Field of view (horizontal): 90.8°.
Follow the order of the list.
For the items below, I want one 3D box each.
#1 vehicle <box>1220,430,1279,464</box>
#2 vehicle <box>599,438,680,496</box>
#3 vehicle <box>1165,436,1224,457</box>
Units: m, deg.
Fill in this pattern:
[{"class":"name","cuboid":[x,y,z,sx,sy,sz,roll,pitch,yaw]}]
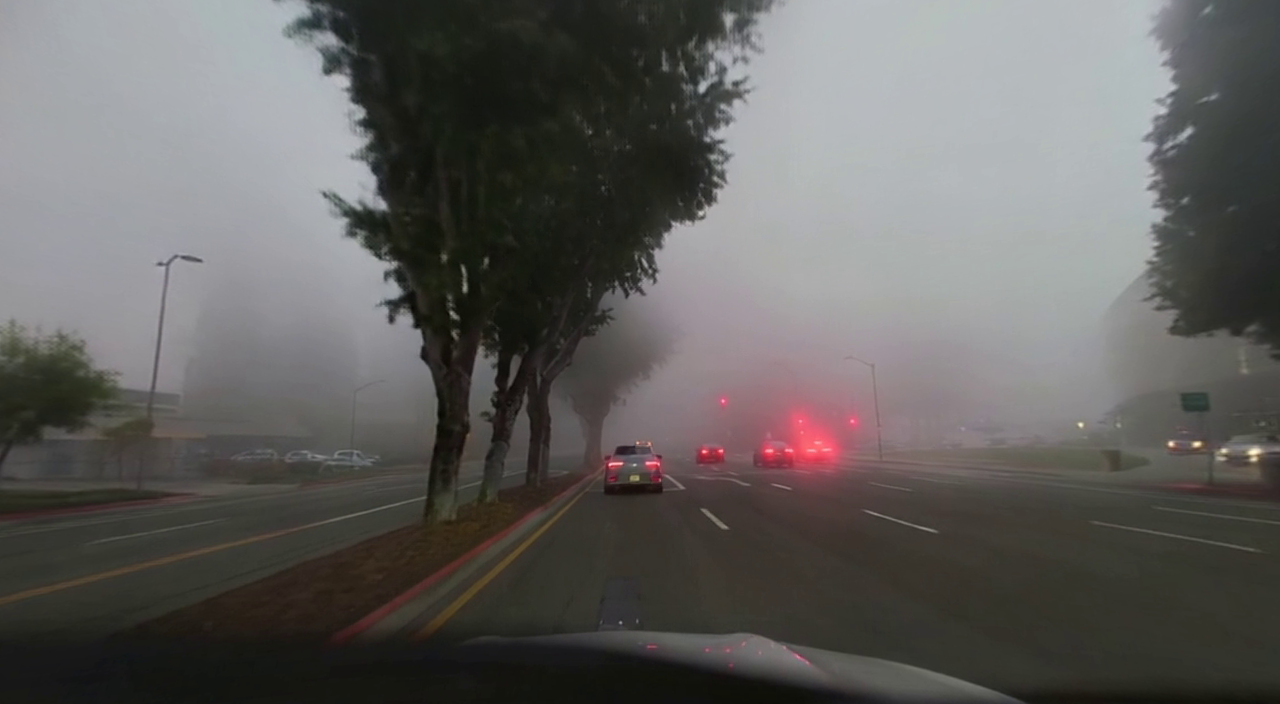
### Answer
[{"class":"vehicle","cuboid":[31.939,4.731,31.530,1.873,1.588,4.133,-2,-8,-1]},{"class":"vehicle","cuboid":[-0.051,3.237,18.159,2.064,1.477,3.968,0,-8,-1]},{"class":"vehicle","cuboid":[40.319,6.885,45.919,3.834,1.470,1.910,4,-10,-28]}]
